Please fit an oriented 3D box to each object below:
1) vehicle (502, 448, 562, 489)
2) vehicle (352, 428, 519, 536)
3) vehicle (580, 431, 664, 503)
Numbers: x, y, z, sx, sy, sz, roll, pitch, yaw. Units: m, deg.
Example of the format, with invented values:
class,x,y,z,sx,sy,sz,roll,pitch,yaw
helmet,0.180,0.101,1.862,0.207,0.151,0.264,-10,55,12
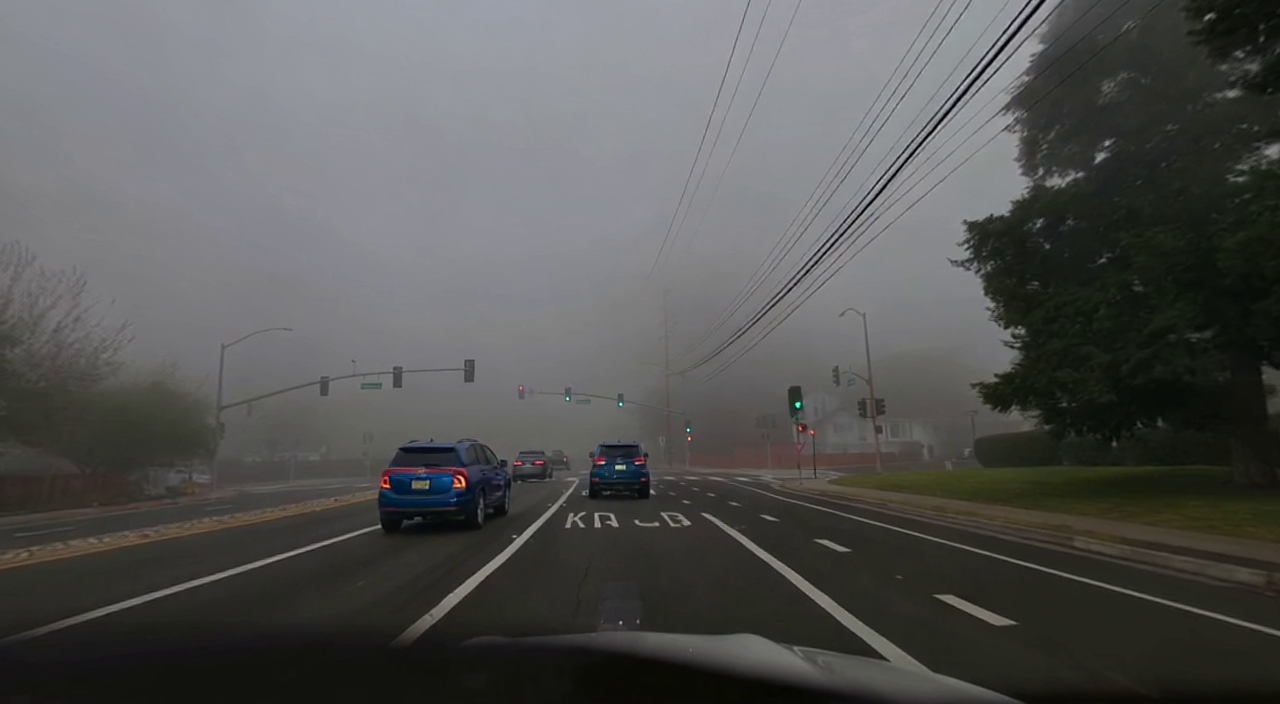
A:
class,x,y,z,sx,sy,sz,roll,pitch,yaw
vehicle,-4.172,4.563,25.099,1.863,1.449,4.153,0,-9,-3
vehicle,-3.622,2.369,12.095,1.899,1.685,4.121,0,-9,-2
vehicle,-0.541,3.281,18.444,2.155,1.836,4.250,0,-9,-2
